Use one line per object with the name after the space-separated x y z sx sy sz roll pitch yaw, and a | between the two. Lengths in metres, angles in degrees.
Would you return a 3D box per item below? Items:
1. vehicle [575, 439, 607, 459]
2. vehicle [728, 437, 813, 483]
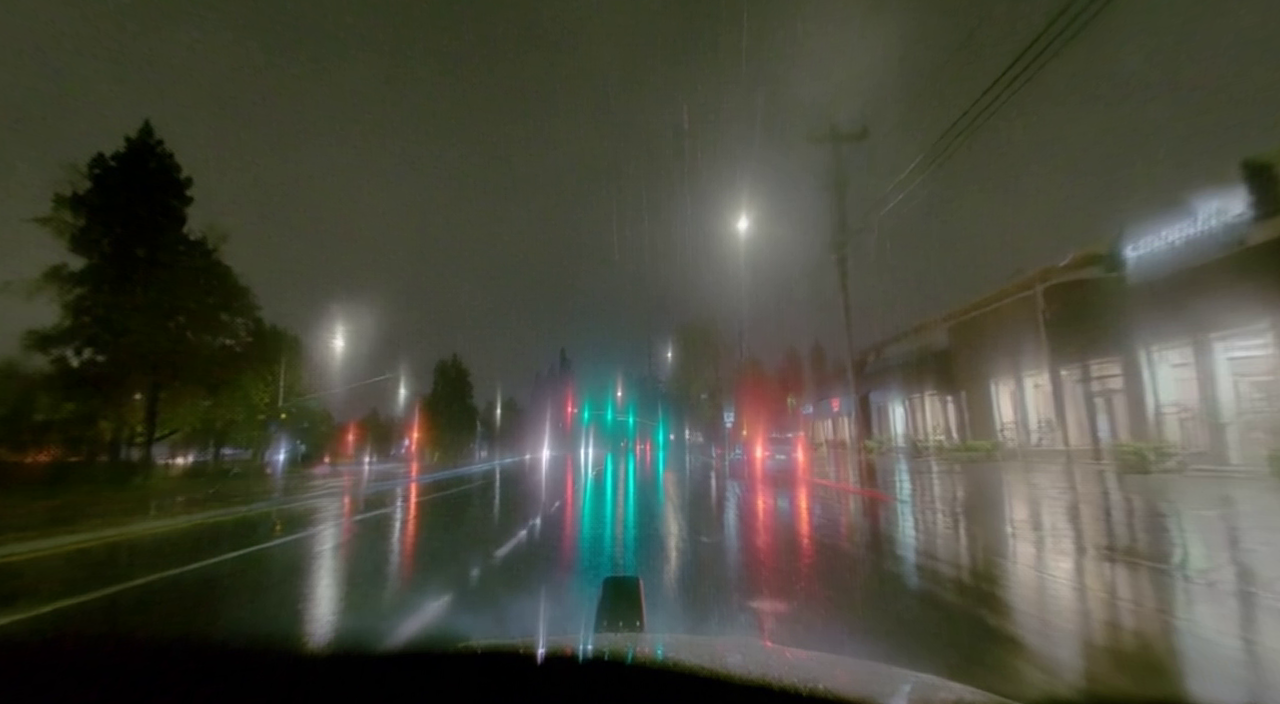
-3.659 7.303 47.678 2.032 1.467 4.411 0 -8 0 | vehicle
4.471 3.771 22.365 1.942 1.469 4.049 0 -8 -3 | vehicle
